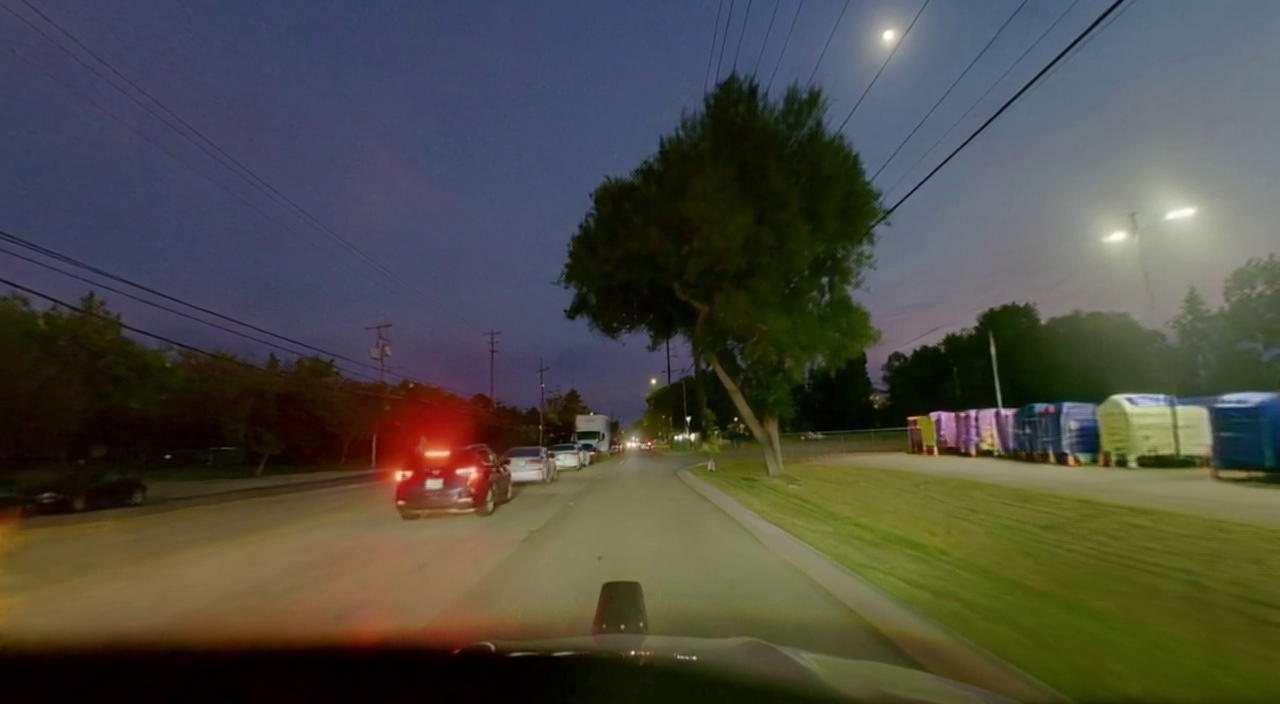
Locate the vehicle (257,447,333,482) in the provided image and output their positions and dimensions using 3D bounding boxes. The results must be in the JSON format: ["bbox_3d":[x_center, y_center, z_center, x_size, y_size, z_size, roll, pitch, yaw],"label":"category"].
[{"bbox_3d":[-22.685,7.376,41.714,2.241,2.143,5.321,1,-8,-4],"label":"vehicle"}]

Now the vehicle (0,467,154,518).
[{"bbox_3d":[-20.678,5.076,23.150,2.231,1.478,4.603,1,-8,-5],"label":"vehicle"}]

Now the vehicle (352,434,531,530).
[{"bbox_3d":[-3.456,2.339,11.936,1.998,1.466,4.124,0,-8,1],"label":"vehicle"}]
